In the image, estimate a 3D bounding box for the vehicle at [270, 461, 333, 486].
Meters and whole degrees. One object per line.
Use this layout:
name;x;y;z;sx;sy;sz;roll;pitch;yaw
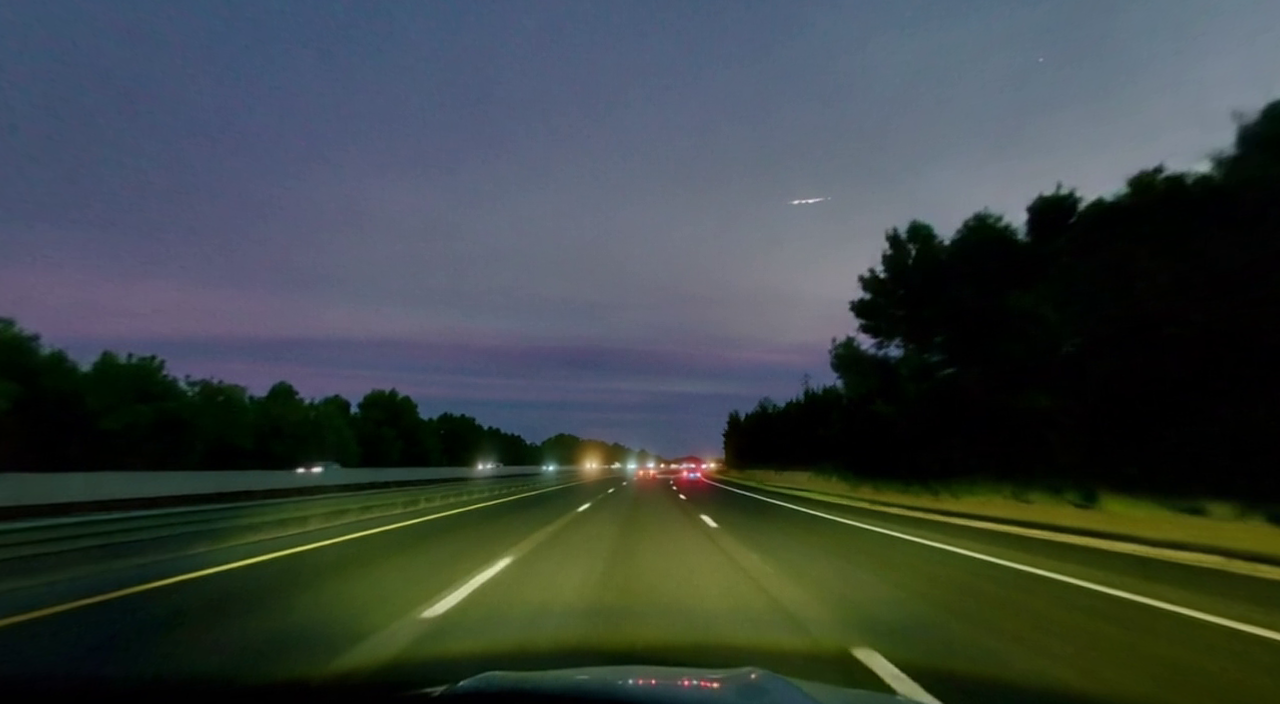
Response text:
vehicle;-20.540;7.385;38.370;1.697;1.419;3.598;0;-11;1
